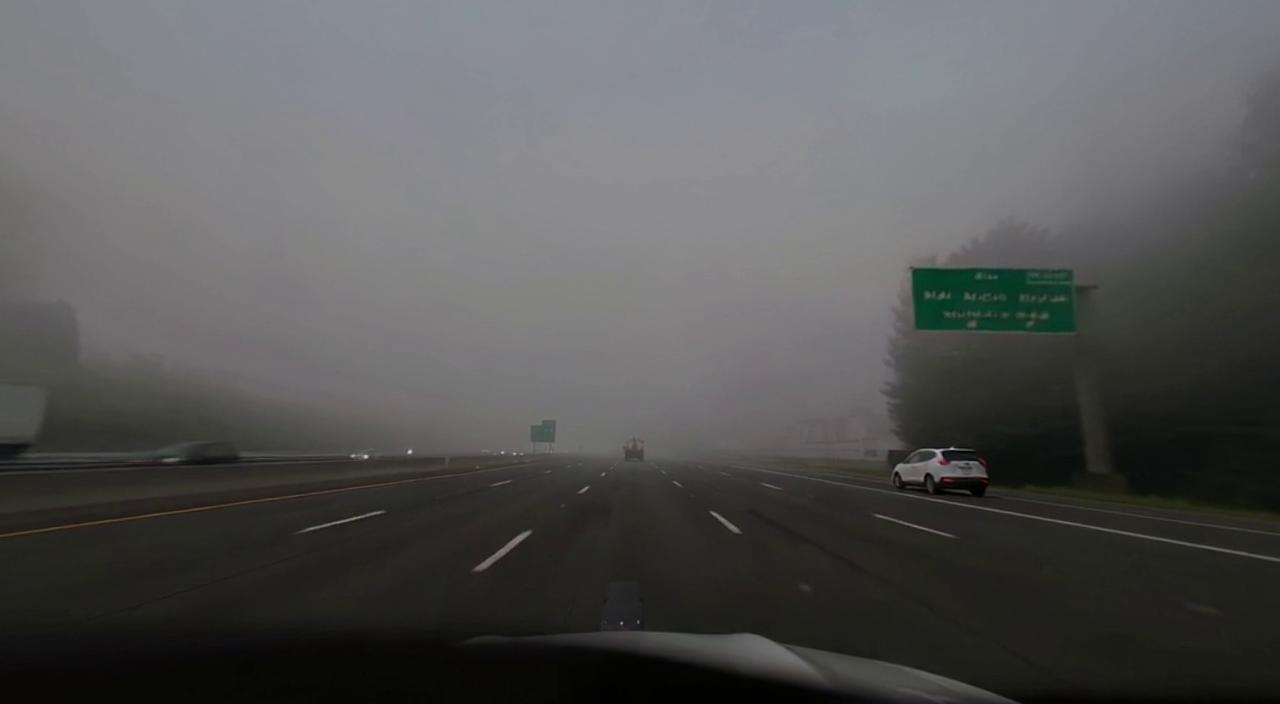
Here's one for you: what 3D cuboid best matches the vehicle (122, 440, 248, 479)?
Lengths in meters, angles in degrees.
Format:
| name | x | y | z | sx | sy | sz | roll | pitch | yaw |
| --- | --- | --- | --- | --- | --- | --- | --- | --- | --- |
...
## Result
| name | x | y | z | sx | sy | sz | roll | pitch | yaw |
| --- | --- | --- | --- | --- | --- | --- | --- | --- | --- |
| vehicle | -19.311 | 4.586 | 27.114 | 1.977 | 1.484 | 4.592 | 0 | -9 | 0 |

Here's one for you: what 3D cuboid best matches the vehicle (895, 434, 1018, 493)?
| name | x | y | z | sx | sy | sz | roll | pitch | yaw |
| --- | --- | --- | --- | --- | --- | --- | --- | --- | --- |
| vehicle | 13.719 | 4.852 | 27.848 | 2.411 | 2.326 | 5.300 | 0 | -9 | -3 |
